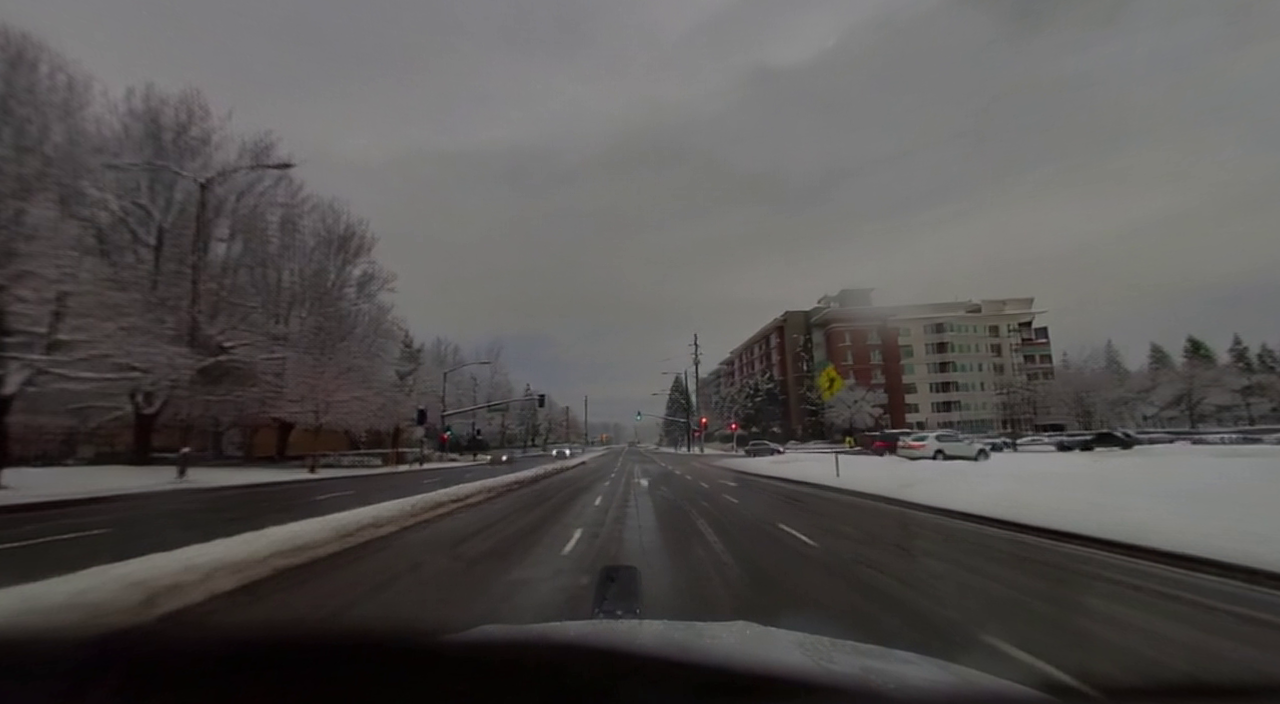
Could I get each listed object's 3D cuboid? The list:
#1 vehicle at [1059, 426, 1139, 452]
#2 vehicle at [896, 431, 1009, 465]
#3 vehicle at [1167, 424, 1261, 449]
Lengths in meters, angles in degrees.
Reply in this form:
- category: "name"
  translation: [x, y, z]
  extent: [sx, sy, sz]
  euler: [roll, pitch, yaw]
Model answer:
- category: "vehicle"
  translation: [28.042, 5.361, 38.835]
  extent: [1.805, 1.466, 4.236]
  euler: [0, -9, 1]
- category: "vehicle"
  translation: [13.549, 4.185, 27.559]
  extent: [3.991, 1.437, 1.679]
  euler: [0, -9, -1]
- category: "vehicle"
  translation: [35.692, 5.316, 39.505]
  extent: [1.828, 1.452, 4.242]
  euler: [0, -9, -2]
